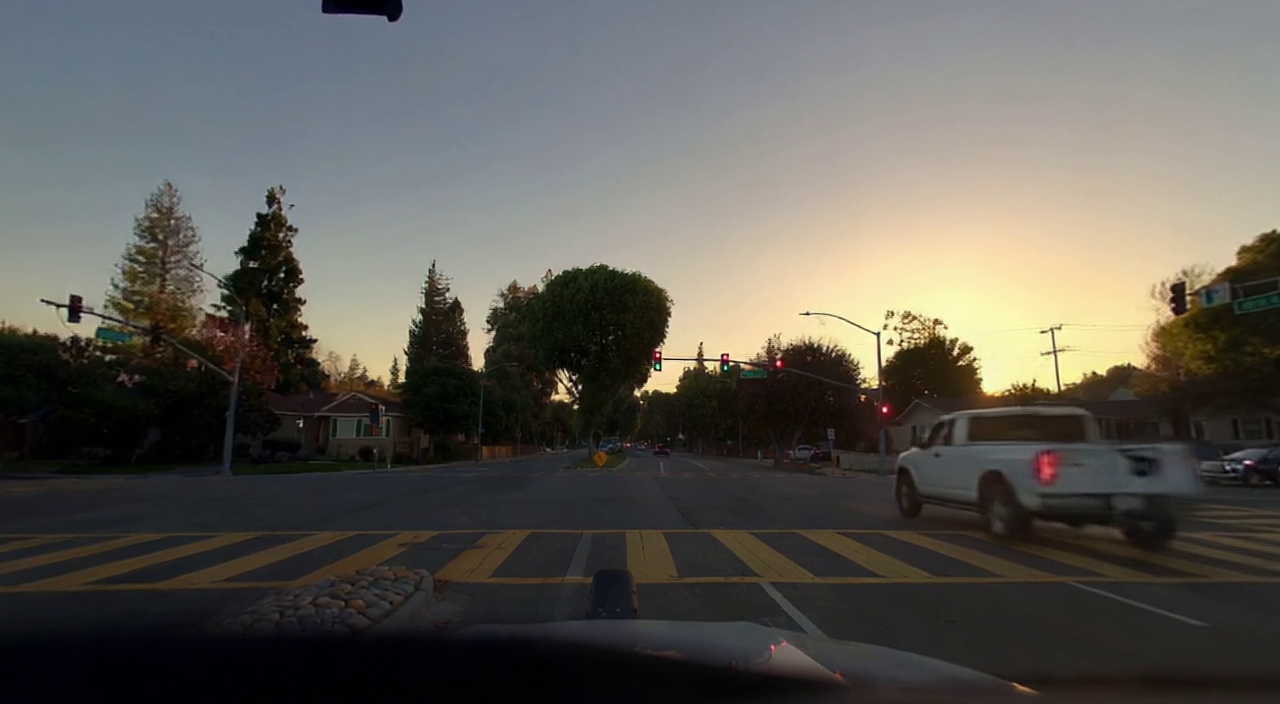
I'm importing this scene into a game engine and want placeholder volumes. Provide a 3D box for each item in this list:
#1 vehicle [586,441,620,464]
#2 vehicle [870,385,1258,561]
[{"bbox_3d":[-2.433,6.710,42.285,2.045,1.484,3.991,0,-9,0],"label":"vehicle"},{"bbox_3d":[6.006,1.840,10.295,2.273,2.042,5.717,0,-9,-1],"label":"vehicle"}]
